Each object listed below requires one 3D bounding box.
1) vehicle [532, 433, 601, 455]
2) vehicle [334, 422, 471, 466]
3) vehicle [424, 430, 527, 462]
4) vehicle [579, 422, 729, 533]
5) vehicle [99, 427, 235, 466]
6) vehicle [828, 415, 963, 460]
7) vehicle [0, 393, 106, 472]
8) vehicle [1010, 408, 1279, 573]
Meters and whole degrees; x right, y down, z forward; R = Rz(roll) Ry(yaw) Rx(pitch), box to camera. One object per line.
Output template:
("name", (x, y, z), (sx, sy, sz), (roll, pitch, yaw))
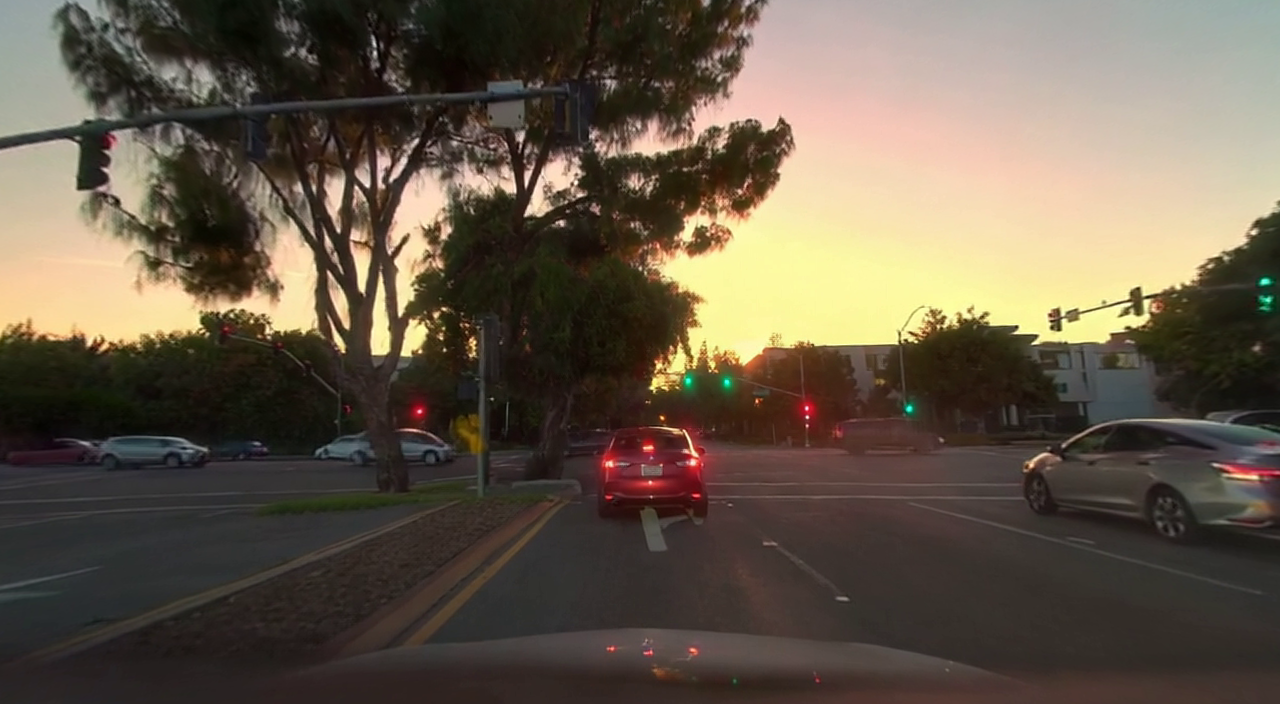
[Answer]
("vehicle", (-4.932, 6.257, 42.856), (4.507, 1.440, 1.736), (0, -8, -1))
("vehicle", (-9.899, 3.883, 26.556), (4.921, 1.757, 2.036), (-1, -8, 2))
("vehicle", (-7.790, 4.484, 30.152), (4.399, 1.445, 1.769), (-1, -8, 3))
("vehicle", (0.141, 1.985, 10.546), (2.041, 1.485, 3.813), (0, -8, -1))
("vehicle", (-22.442, 4.509, 30.078), (4.833, 1.784, 2.027), (0, -8, 1))
("vehicle", (10.662, 3.605, 26.606), (4.786, 1.803, 1.967), (0, -8, 0))
("vehicle", (-29.180, 3.447, 26.596), (10.544, 3.126, 2.909), (0, -8, 0))
("vehicle", (7.108, 1.646, 8.247), (1.901, 1.577, 4.348), (0, -8, 0))
